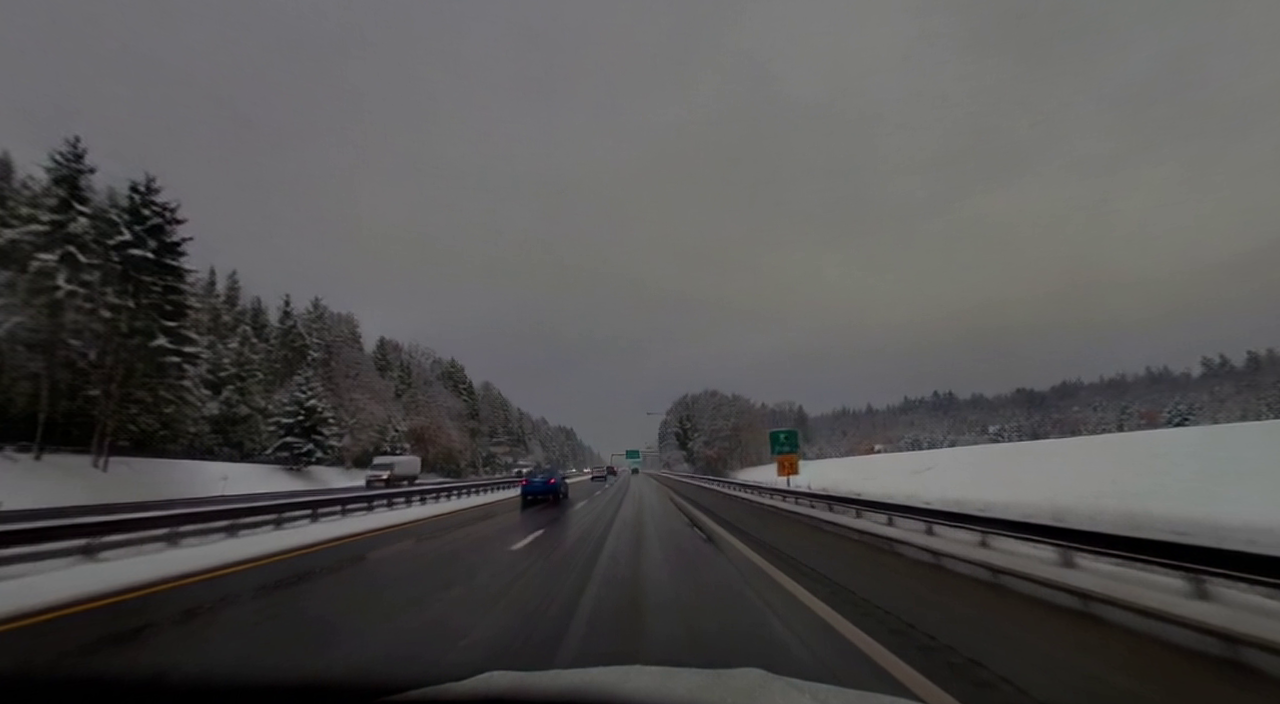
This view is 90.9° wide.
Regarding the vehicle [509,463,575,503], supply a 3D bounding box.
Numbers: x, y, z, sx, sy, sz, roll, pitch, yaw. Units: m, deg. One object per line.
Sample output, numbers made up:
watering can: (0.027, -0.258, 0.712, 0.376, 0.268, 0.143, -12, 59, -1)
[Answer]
vehicle: (-4.038, 5.488, 26.666, 1.995, 1.467, 4.467, 1, -10, 1)
